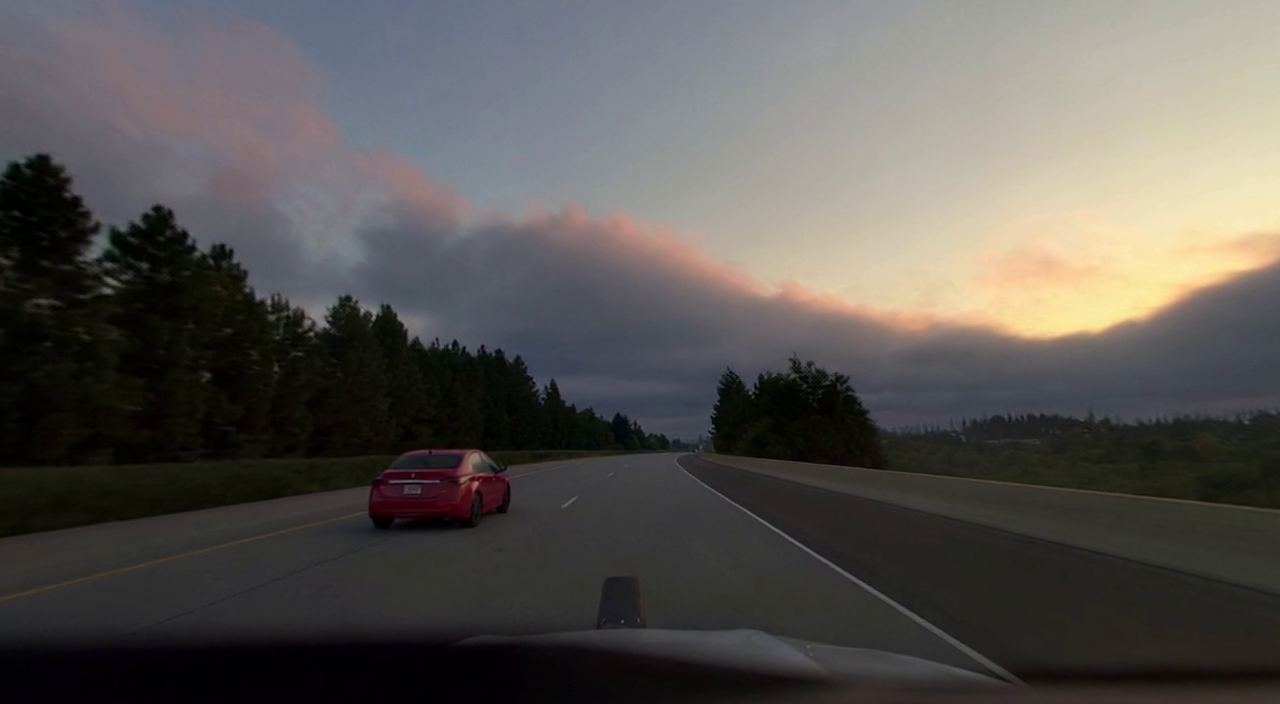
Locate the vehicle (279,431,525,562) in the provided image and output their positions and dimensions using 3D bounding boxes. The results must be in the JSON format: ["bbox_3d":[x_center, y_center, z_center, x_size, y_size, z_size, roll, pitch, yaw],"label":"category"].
[{"bbox_3d":[-3.105,1.976,9.314,1.934,1.486,4.115,0,-9,1],"label":"vehicle"}]
